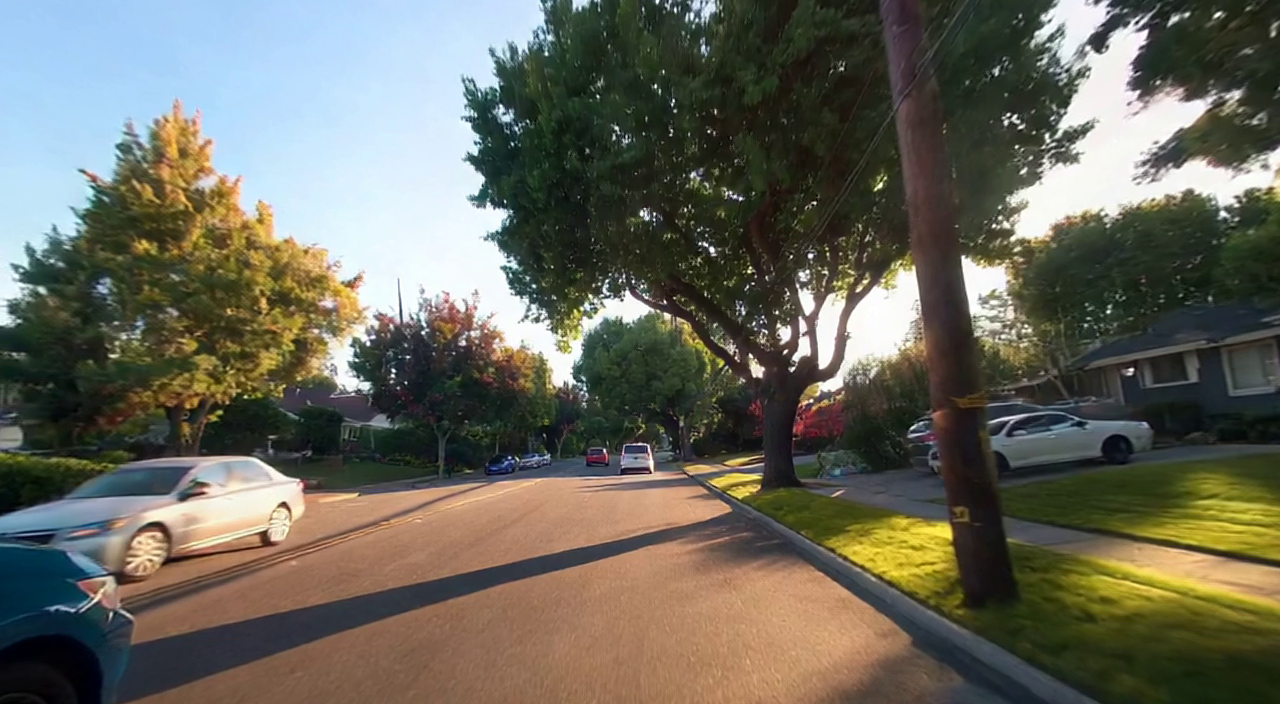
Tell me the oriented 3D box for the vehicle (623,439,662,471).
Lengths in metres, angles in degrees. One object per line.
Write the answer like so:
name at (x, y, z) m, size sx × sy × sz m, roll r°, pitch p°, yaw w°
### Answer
vehicle at (0.158, 5.902, 36.192) m, size 2.120 × 1.718 × 3.909 m, roll 0°, pitch -8°, yaw 0°

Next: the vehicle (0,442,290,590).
vehicle at (-7.534, 2.219, 9.470) m, size 1.977 × 1.680 × 4.245 m, roll -1°, pitch -8°, yaw 2°

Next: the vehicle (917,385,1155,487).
vehicle at (8.942, 1.957, 14.568) m, size 3.992 × 1.722 × 1.911 m, roll -7°, pitch -9°, yaw 2°

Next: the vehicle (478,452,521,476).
vehicle at (-9.741, 7.812, 44.120) m, size 1.879 × 1.494 × 4.445 m, roll -1°, pitch -8°, yaw 2°

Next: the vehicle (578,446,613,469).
vehicle at (-2.962, 7.145, 43.016) m, size 1.968 × 1.472 × 4.489 m, roll 0°, pitch -8°, yaw 2°
